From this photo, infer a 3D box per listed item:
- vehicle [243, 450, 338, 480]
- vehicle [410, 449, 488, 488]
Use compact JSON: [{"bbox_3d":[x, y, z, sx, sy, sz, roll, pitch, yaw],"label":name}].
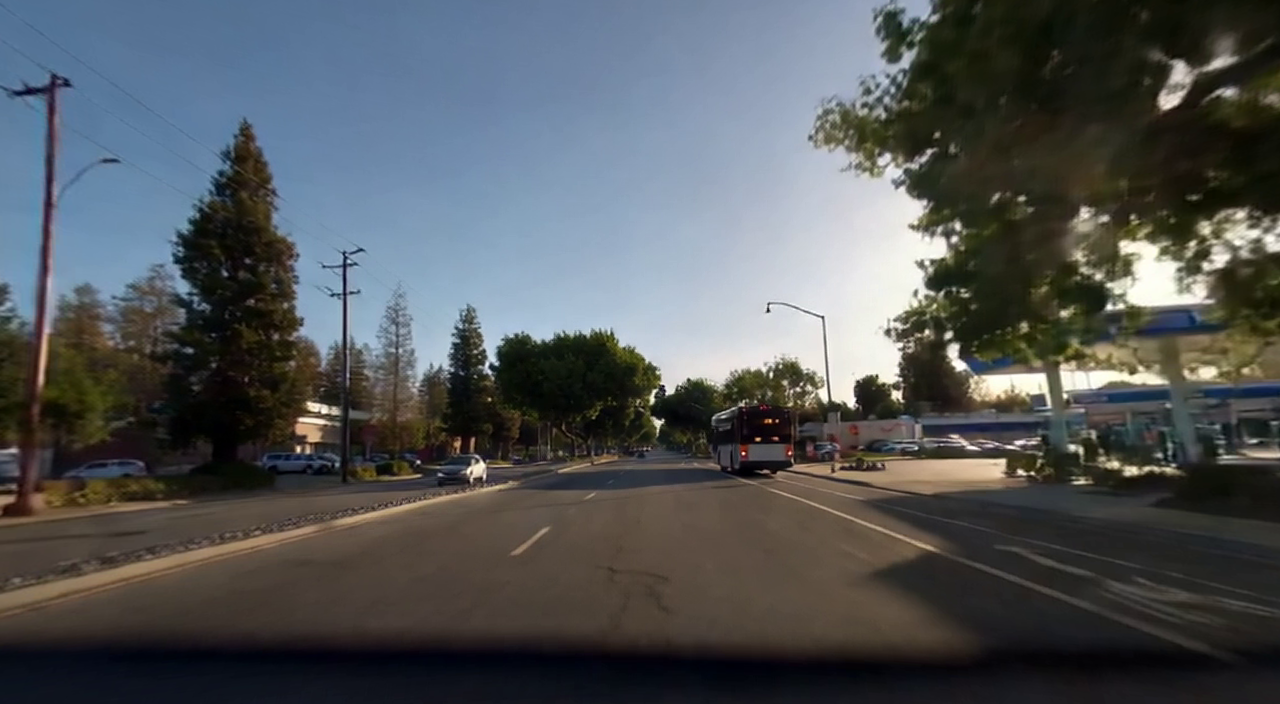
[{"bbox_3d":[-24.172,7.778,43.861,2.284,1.855,5.392,-4,-9,25],"label":"vehicle"},{"bbox_3d":[-7.988,4.884,26.777,1.900,1.481,4.317,0,-8,1],"label":"vehicle"}]
